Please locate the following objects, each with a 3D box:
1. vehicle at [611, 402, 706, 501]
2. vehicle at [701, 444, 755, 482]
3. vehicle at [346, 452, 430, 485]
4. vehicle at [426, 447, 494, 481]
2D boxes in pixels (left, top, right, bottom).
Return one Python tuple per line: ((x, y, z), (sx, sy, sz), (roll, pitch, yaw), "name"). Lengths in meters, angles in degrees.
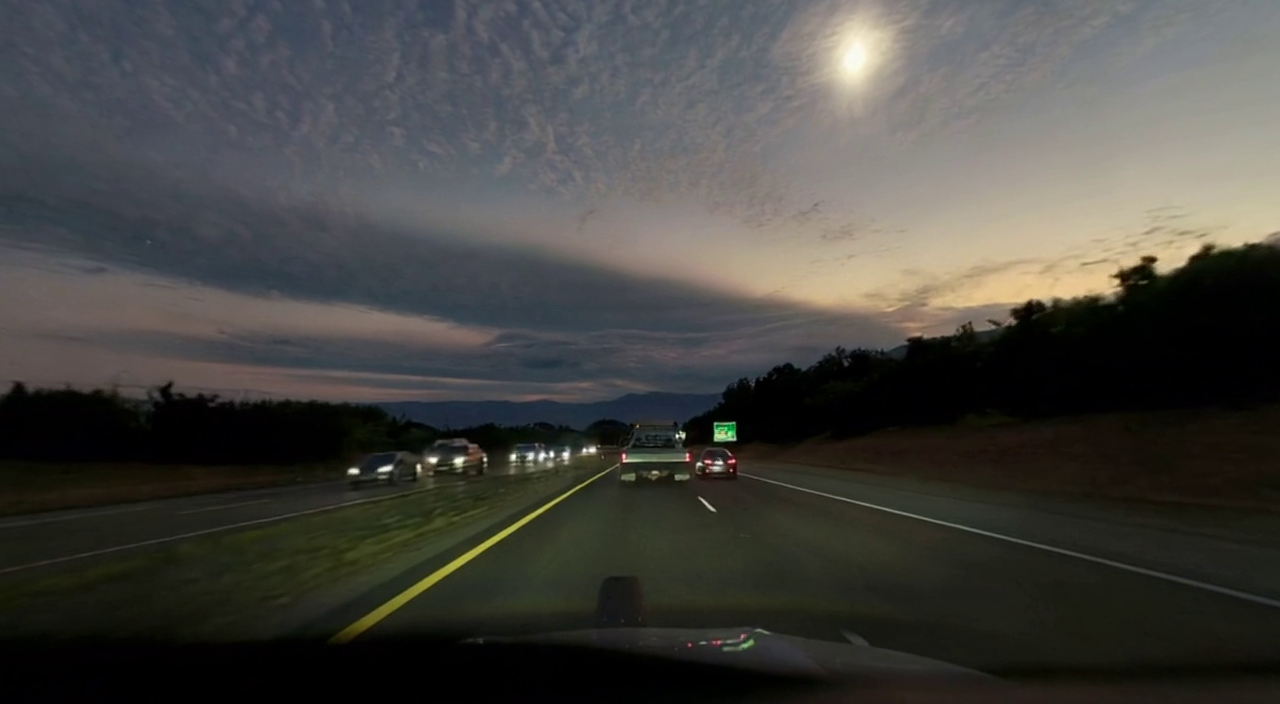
((0.373, 2.929, 18.699), (2.423, 2.517, 5.055), (0, -9, -2), "vehicle")
((3.641, 4.673, 26.763), (1.654, 1.441, 4.066), (0, -9, -1), "vehicle")
((-12.592, 5.841, 31.860), (2.325, 1.498, 4.589), (0, -9, 0), "vehicle")
((-8.750, 5.470, 31.105), (2.009, 1.535, 4.266), (0, -9, 1), "vehicle")
